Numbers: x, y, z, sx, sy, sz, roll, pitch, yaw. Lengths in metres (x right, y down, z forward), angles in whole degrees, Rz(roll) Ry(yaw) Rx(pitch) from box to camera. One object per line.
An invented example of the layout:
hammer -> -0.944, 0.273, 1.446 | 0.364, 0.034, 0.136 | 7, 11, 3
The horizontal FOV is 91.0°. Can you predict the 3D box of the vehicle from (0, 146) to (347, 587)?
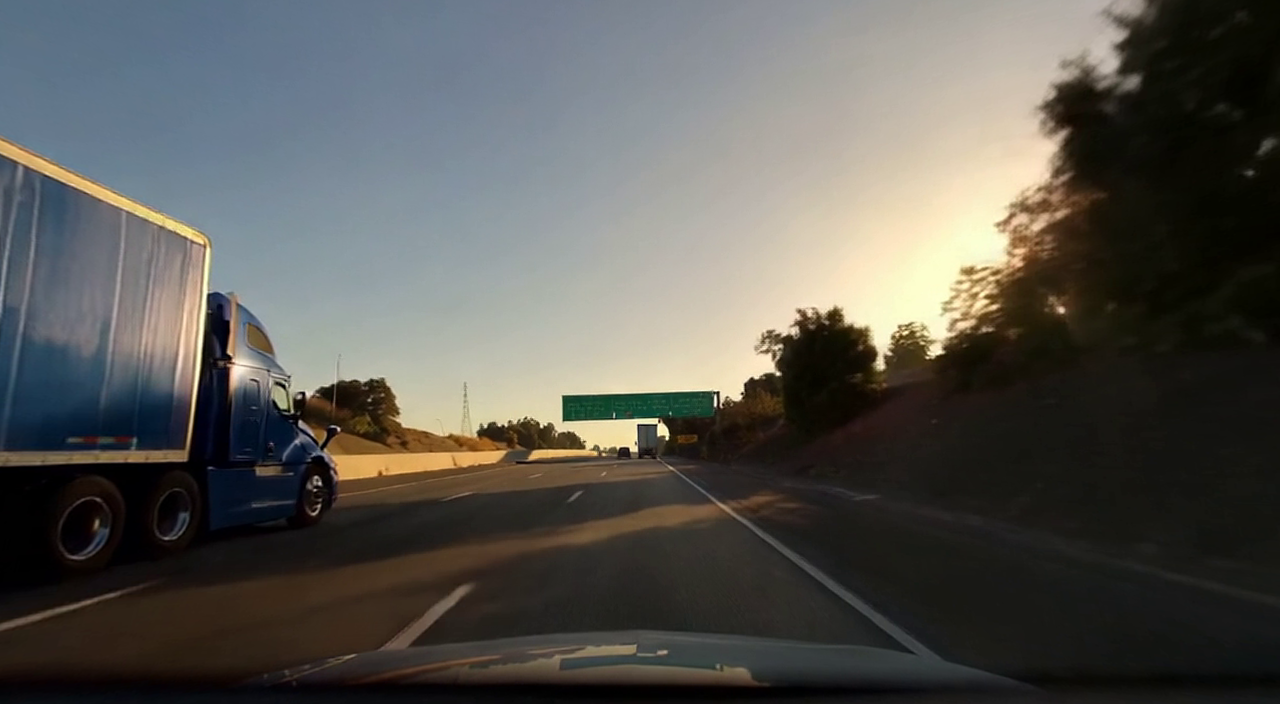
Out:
vehicle -> -7.253, 0.420, 7.613 | 2.996, 3.947, 8.600 | 0, -9, 1
